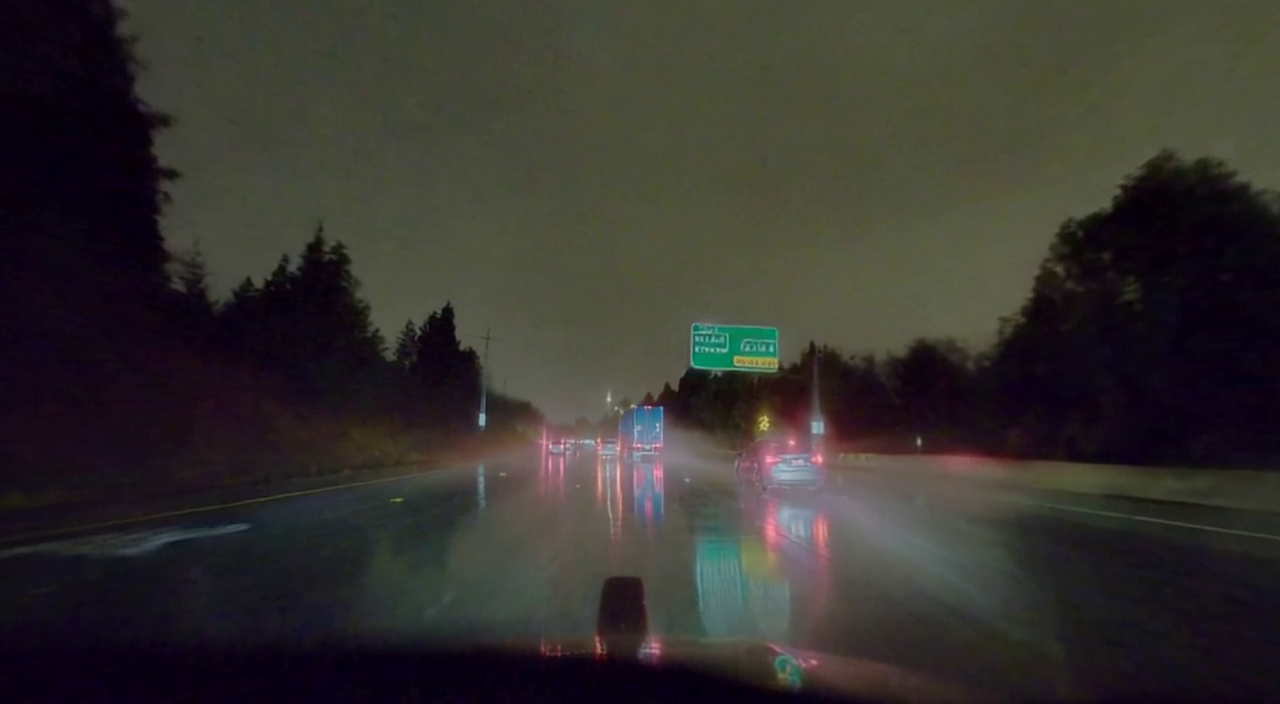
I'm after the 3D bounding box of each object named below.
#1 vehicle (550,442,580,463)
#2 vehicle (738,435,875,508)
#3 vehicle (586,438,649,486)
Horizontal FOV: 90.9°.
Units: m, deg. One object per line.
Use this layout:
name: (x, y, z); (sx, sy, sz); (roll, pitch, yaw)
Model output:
vehicle: (-5.682, 7.690, 48.296); (2.072, 1.512, 4.043); (0, -9, -4)
vehicle: (3.754, 2.774, 15.115); (1.971, 1.472, 4.301); (0, -9, -2)
vehicle: (-0.797, 3.850, 22.346); (2.020, 1.516, 3.951); (0, -9, -2)
